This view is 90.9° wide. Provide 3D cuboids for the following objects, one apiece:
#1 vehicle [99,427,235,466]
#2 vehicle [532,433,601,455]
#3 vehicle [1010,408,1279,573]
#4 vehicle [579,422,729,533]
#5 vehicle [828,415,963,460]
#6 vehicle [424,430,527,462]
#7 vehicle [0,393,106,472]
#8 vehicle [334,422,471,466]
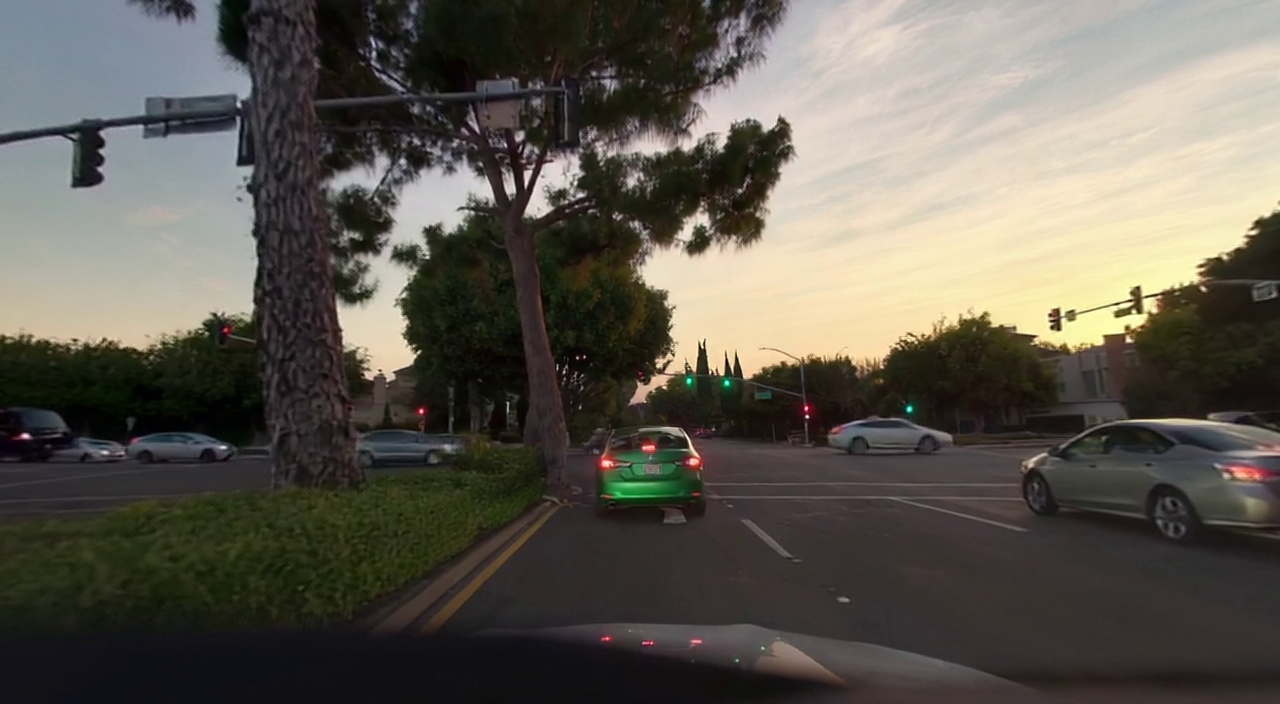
[{"bbox_3d":[-22.442,4.509,30.078,4.833,1.784,2.027,0,-8,1],"label":"vehicle"},{"bbox_3d":[-4.932,6.257,42.856,4.507,1.440,1.736,0,-8,-1],"label":"vehicle"},{"bbox_3d":[7.108,1.646,8.247,1.901,1.577,4.348,0,-8,0],"label":"vehicle"},{"bbox_3d":[0.141,1.985,10.546,2.041,1.485,3.813,0,-8,-1],"label":"vehicle"},{"bbox_3d":[10.662,3.605,26.606,4.786,1.803,1.967,0,-8,0],"label":"vehicle"},{"bbox_3d":[-7.790,4.484,30.152,4.399,1.445,1.769,-1,-8,3],"label":"vehicle"},{"bbox_3d":[-29.180,3.447,26.596,10.544,3.126,2.909,0,-8,0],"label":"vehicle"},{"bbox_3d":[-9.899,3.883,26.556,4.921,1.757,2.036,-1,-8,2],"label":"vehicle"}]
